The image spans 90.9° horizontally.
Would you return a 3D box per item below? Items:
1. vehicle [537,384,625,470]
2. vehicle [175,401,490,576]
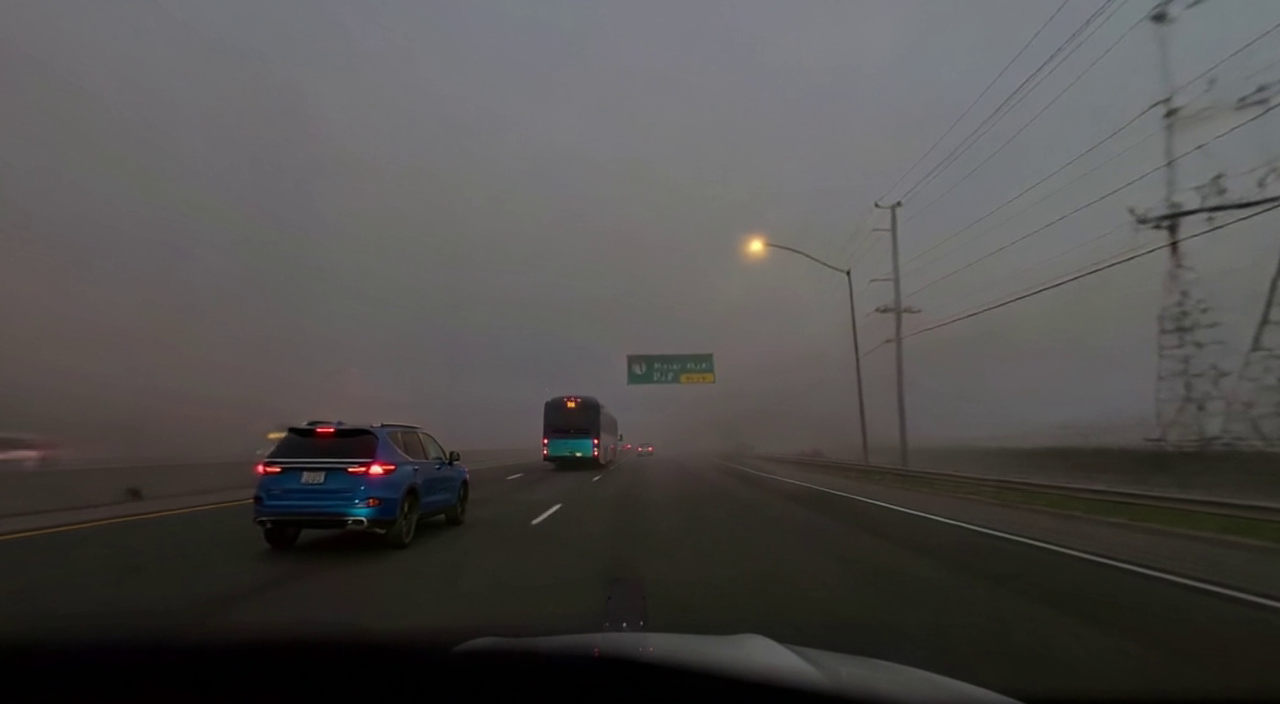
[{"bbox_3d":[-2.741,4.230,33.664,3.382,3.712,11.766,1,-9,1],"label":"vehicle"},{"bbox_3d":[-3.585,1.674,8.473,2.021,1.730,4.223,0,-8,1],"label":"vehicle"}]
